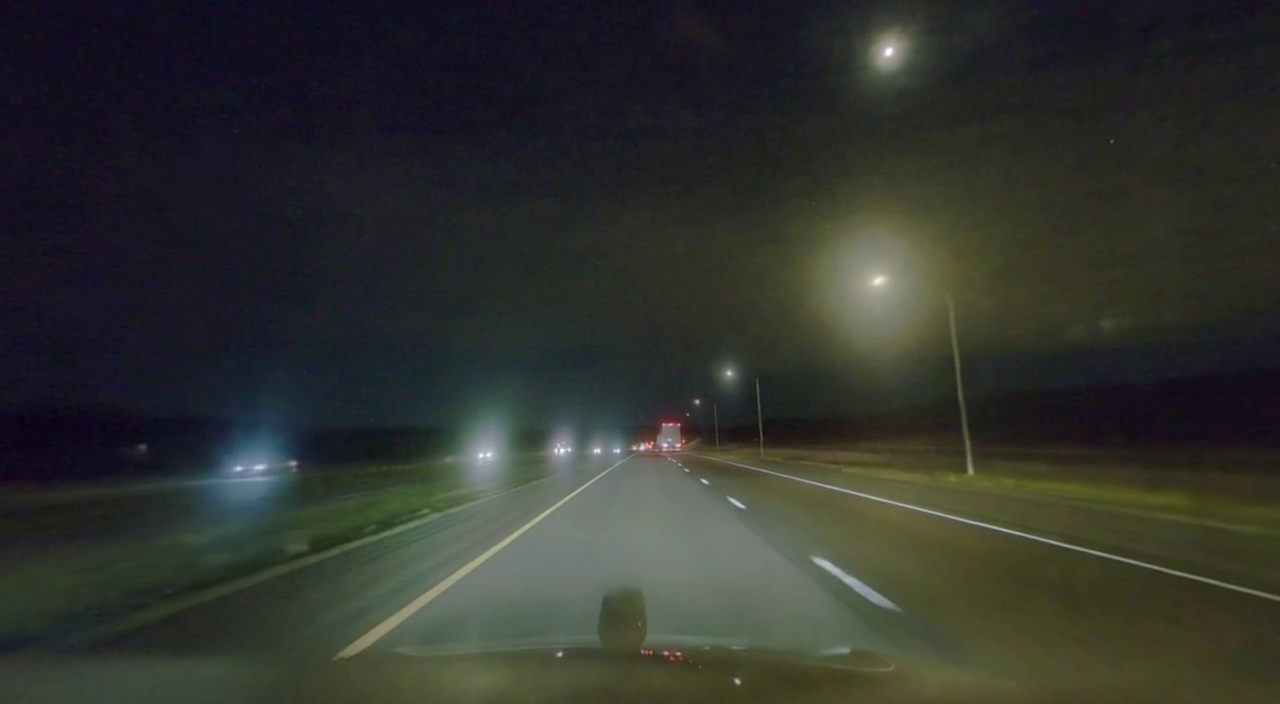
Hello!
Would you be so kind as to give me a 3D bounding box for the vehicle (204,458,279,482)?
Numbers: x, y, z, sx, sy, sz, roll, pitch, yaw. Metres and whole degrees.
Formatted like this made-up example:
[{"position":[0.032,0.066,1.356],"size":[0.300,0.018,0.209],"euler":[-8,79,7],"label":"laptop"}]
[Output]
[{"position":[-29.940,8.849,47.393],"size":[2.373,1.630,4.957],"euler":[0,-8,0],"label":"vehicle"}]
